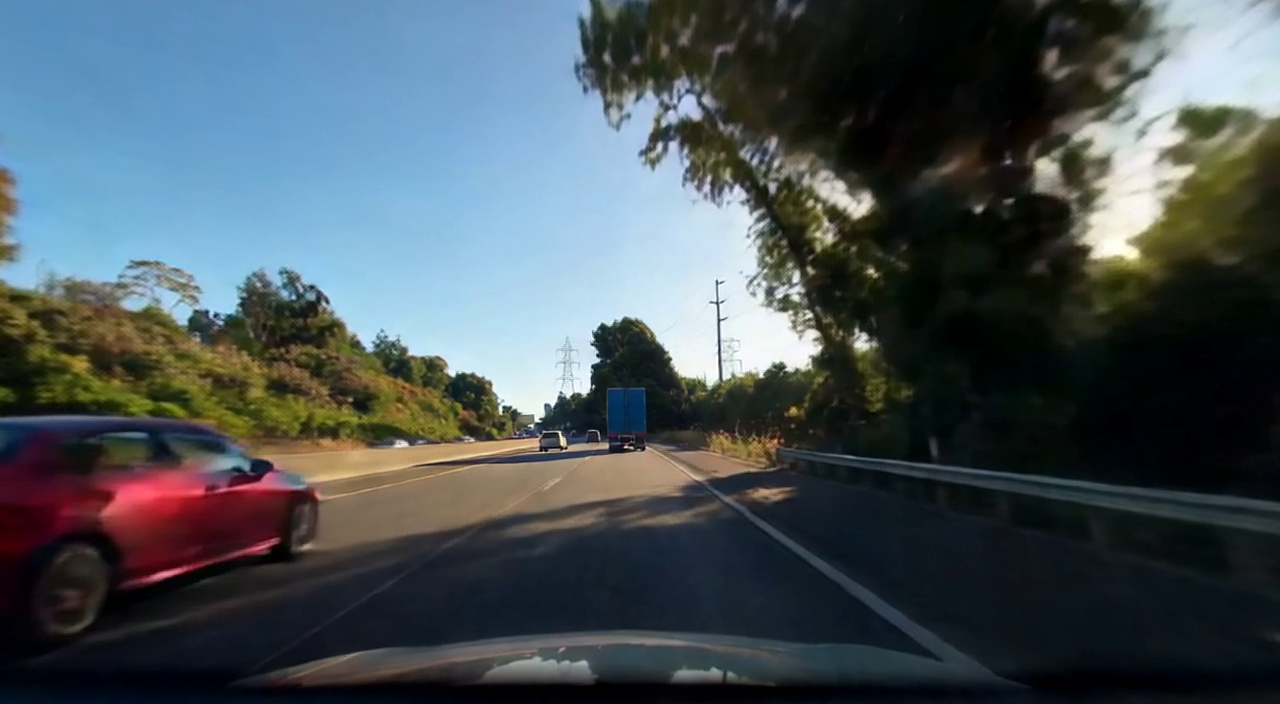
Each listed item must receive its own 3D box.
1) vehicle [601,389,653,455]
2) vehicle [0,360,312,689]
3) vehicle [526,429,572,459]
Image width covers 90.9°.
[{"bbox_3d":[-0.856,4.695,41.484,2.955,3.851,9.915,0,-8,-1],"label":"vehicle"},{"bbox_3d":[-4.246,0.952,3.837,2.117,1.618,4.480,0,-8,-1],"label":"vehicle"},{"bbox_3d":[-4.852,4.964,34.192,1.934,1.549,4.194,0,-8,-1],"label":"vehicle"}]
